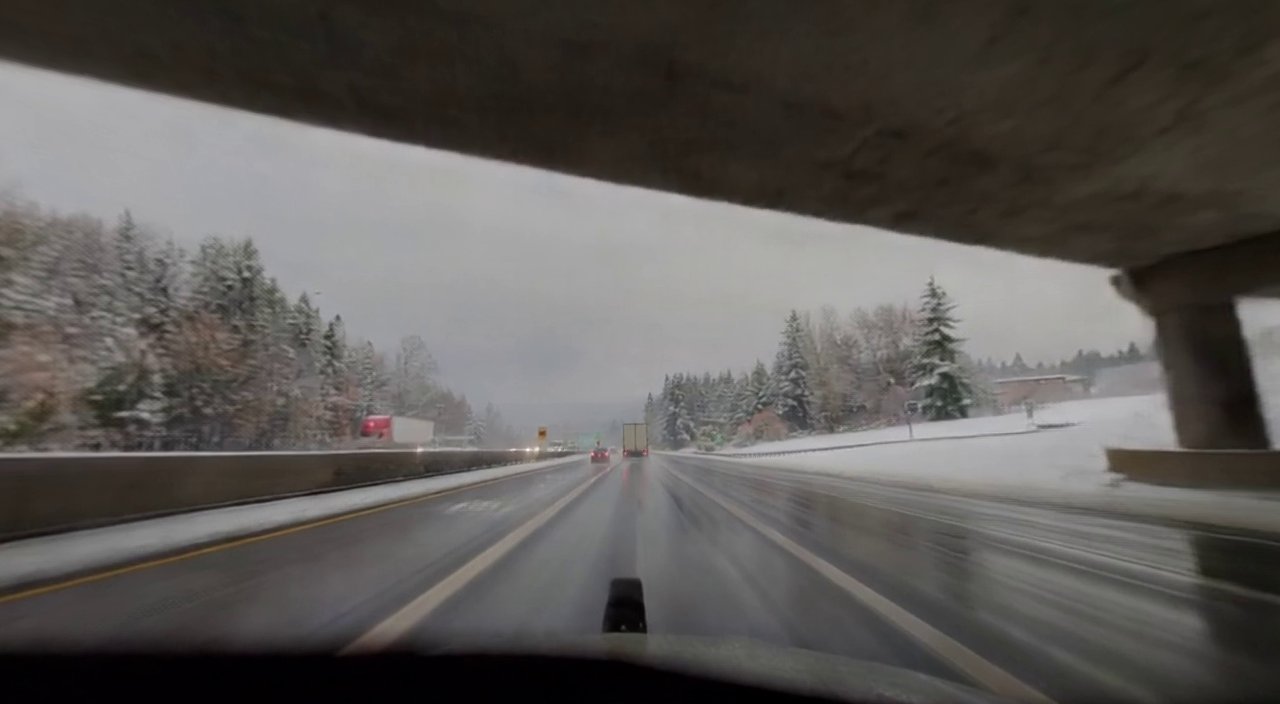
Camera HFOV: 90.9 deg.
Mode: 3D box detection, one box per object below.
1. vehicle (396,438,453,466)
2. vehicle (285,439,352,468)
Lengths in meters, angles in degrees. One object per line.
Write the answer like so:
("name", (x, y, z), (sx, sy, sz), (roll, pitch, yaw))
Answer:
("vehicle", (-12.059, 5.619, 35.455), (1.757, 1.476, 3.783), (0, -9, 1))
("vehicle", (-15.790, 5.002, 31.105), (1.515, 1.370, 3.291), (0, -9, 1))
